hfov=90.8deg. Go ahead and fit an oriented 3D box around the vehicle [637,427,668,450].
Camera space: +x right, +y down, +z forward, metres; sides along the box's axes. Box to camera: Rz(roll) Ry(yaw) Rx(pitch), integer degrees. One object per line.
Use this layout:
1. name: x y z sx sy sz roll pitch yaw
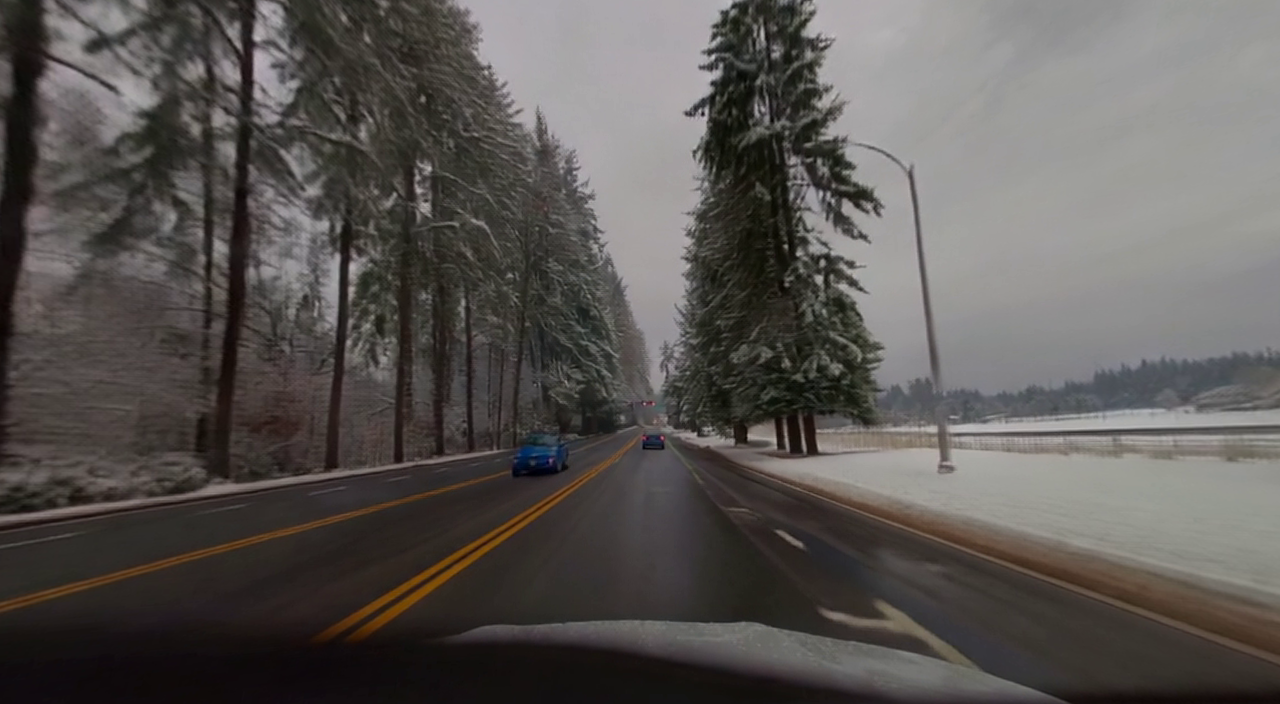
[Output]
1. vehicle: 0.883 6.038 44.031 2.067 1.486 3.861 -1 -8 2
